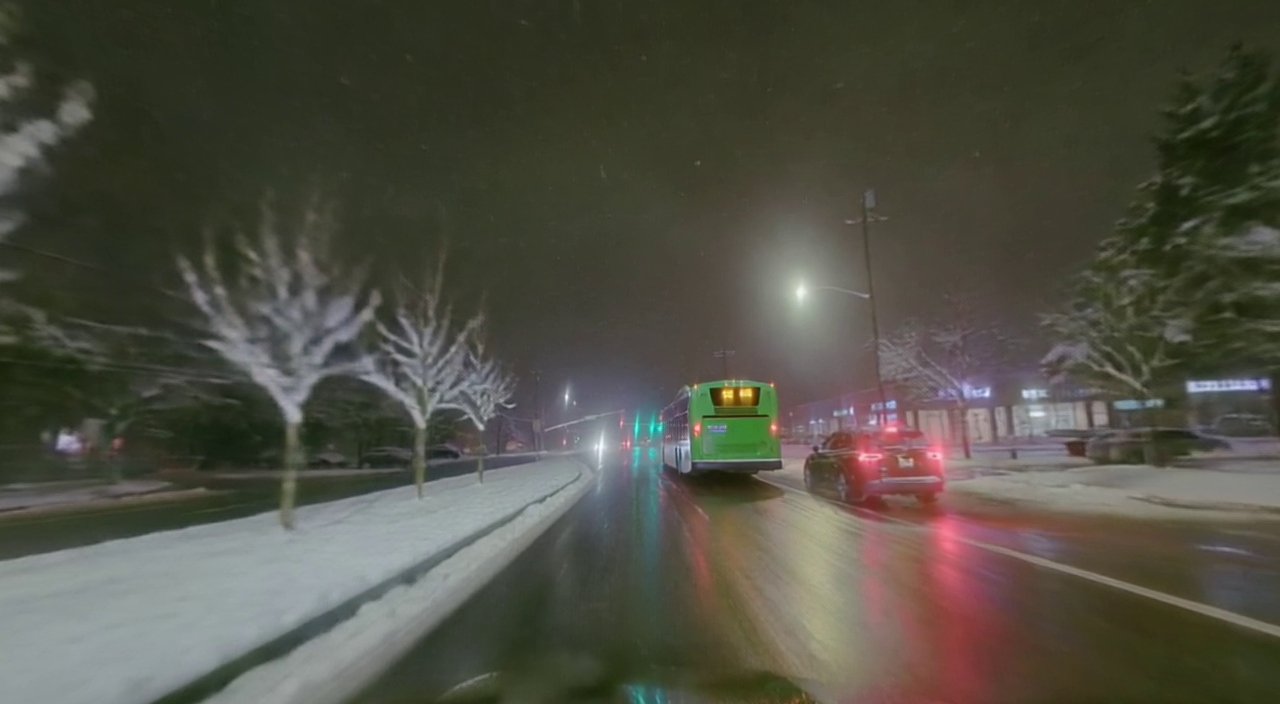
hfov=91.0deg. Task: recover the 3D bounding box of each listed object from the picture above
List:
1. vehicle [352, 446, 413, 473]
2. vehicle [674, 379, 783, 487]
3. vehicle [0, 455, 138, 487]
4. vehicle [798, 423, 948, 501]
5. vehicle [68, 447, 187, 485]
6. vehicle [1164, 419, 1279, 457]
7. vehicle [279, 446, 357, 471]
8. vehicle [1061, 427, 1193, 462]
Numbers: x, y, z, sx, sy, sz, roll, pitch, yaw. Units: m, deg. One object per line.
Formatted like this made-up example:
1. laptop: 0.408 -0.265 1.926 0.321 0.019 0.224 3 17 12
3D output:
1. vehicle: -19.182 8.003 47.113 2.277 1.764 5.283 -2 -8 1
2. vehicle: 2.946 3.130 23.956 2.766 3.306 9.281 0 -8 0
3. vehicle: -30.885 6.412 34.272 2.314 1.487 5.898 0 -9 -1
4. vehicle: 5.927 2.856 16.779 2.129 1.754 4.668 0 -8 -1
5. vehicle: -28.216 6.250 34.953 2.181 1.901 5.196 0 -8 1
6. vehicle: 27.260 4.000 29.064 4.499 1.685 2.065 2 -9 -9
7. vehicle: -25.197 8.321 49.350 4.857 1.846 2.185 0 -8 -2
8. vehicle: 21.891 4.152 28.359 4.589 1.480 1.979 1 -8 -10
